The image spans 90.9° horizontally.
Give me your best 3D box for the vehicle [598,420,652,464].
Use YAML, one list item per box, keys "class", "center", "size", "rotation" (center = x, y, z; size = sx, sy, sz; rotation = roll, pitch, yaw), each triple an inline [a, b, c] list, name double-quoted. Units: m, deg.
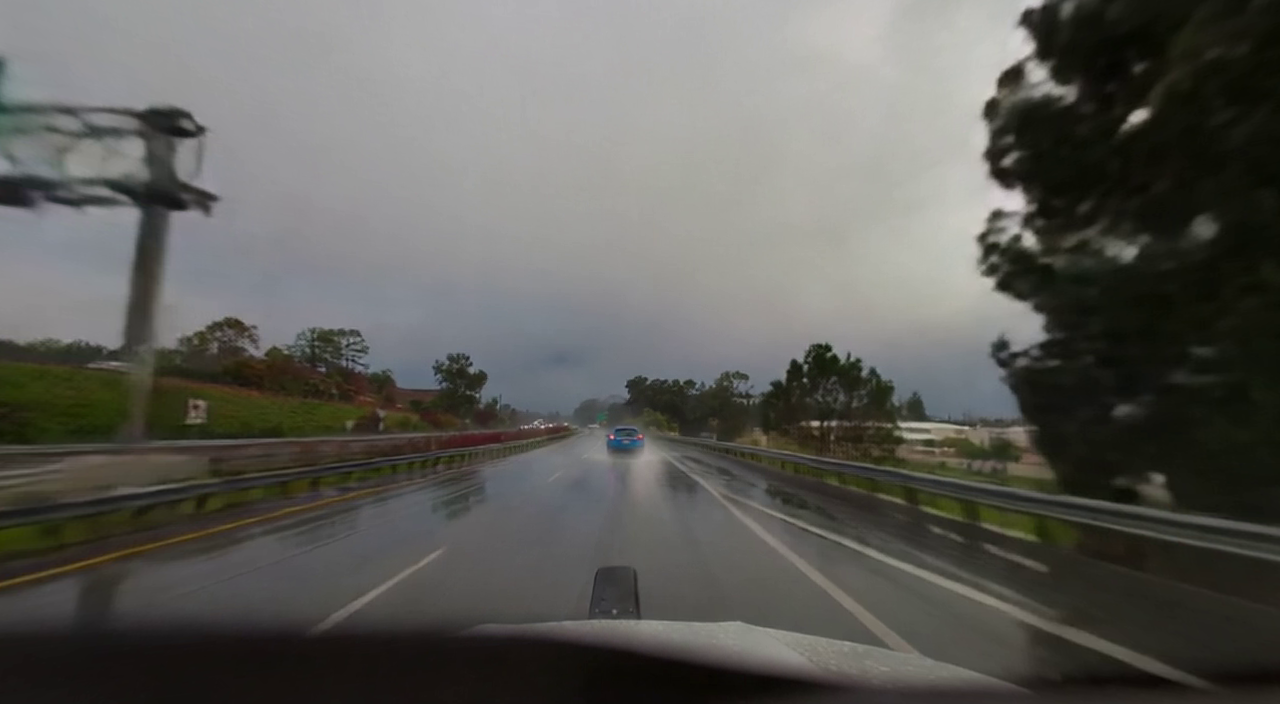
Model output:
- class: "vehicle"
  center: [-0.625, 3.652, 25.831]
  size: [2.020, 1.633, 3.942]
  rotation: [0, -7, -2]
